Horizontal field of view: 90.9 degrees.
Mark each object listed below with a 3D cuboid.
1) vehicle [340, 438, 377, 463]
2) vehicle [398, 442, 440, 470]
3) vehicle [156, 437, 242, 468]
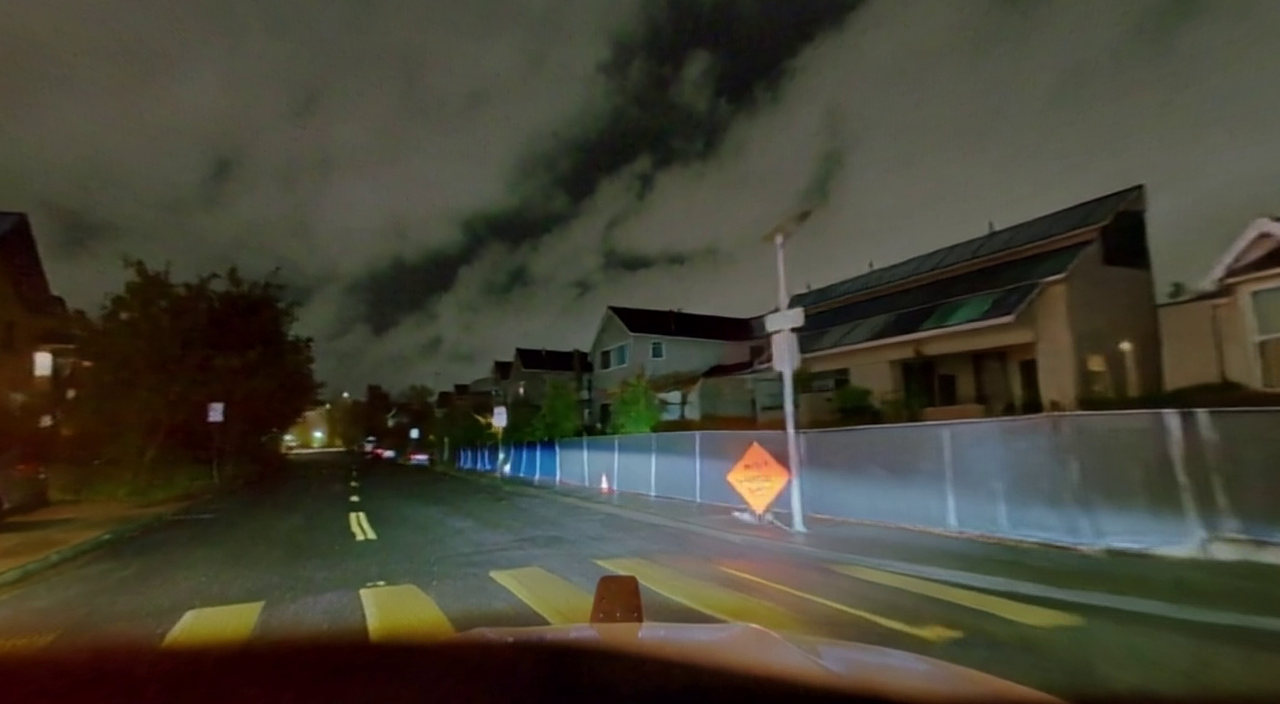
[{"bbox_3d":[-20.596,7.197,46.279,2.050,1.742,4.197,3,-8,-19],"label":"vehicle"},{"bbox_3d":[-12.842,5.972,36.461,1.998,1.494,3.927,3,-8,-22],"label":"vehicle"},{"bbox_3d":[-29.317,6.717,42.007,4.205,1.745,2.121,1,-11,-19],"label":"vehicle"}]
